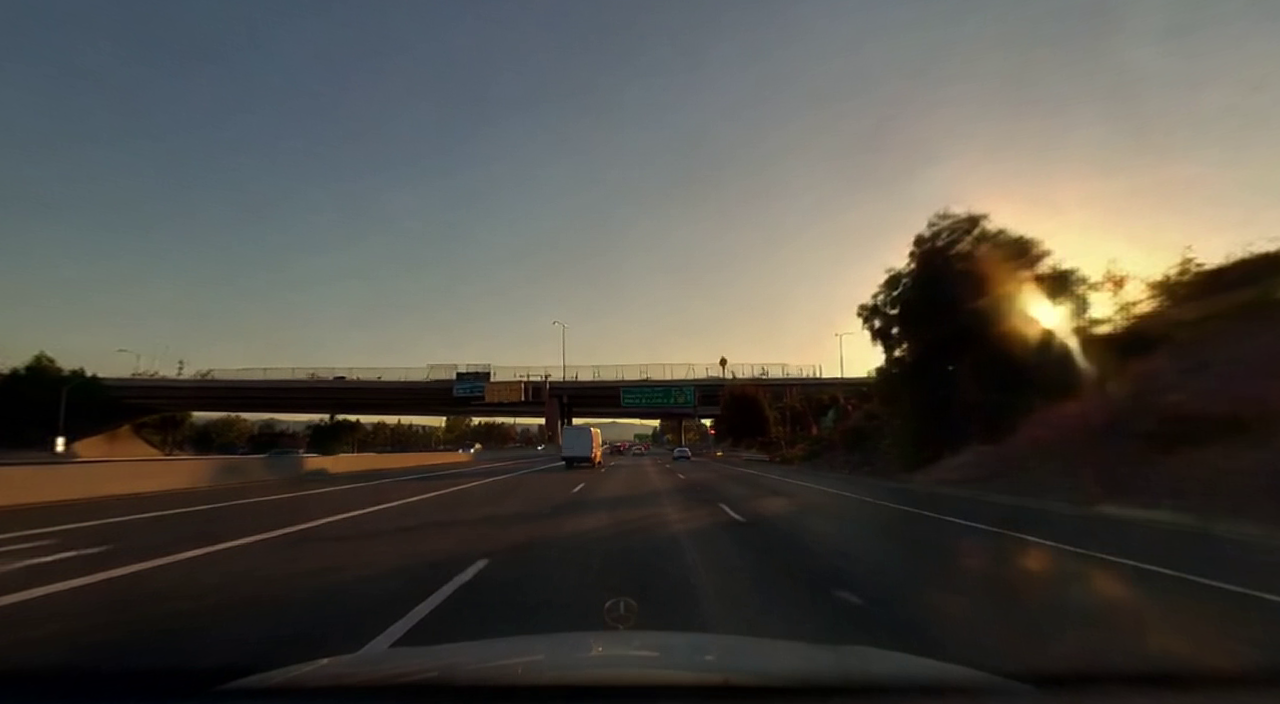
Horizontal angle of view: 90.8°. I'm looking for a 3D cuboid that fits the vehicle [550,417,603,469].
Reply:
[{"bbox_3d":[-3.863,5.790,40.047,2.881,2.937,7.045,0,-9,-2],"label":"vehicle"}]
